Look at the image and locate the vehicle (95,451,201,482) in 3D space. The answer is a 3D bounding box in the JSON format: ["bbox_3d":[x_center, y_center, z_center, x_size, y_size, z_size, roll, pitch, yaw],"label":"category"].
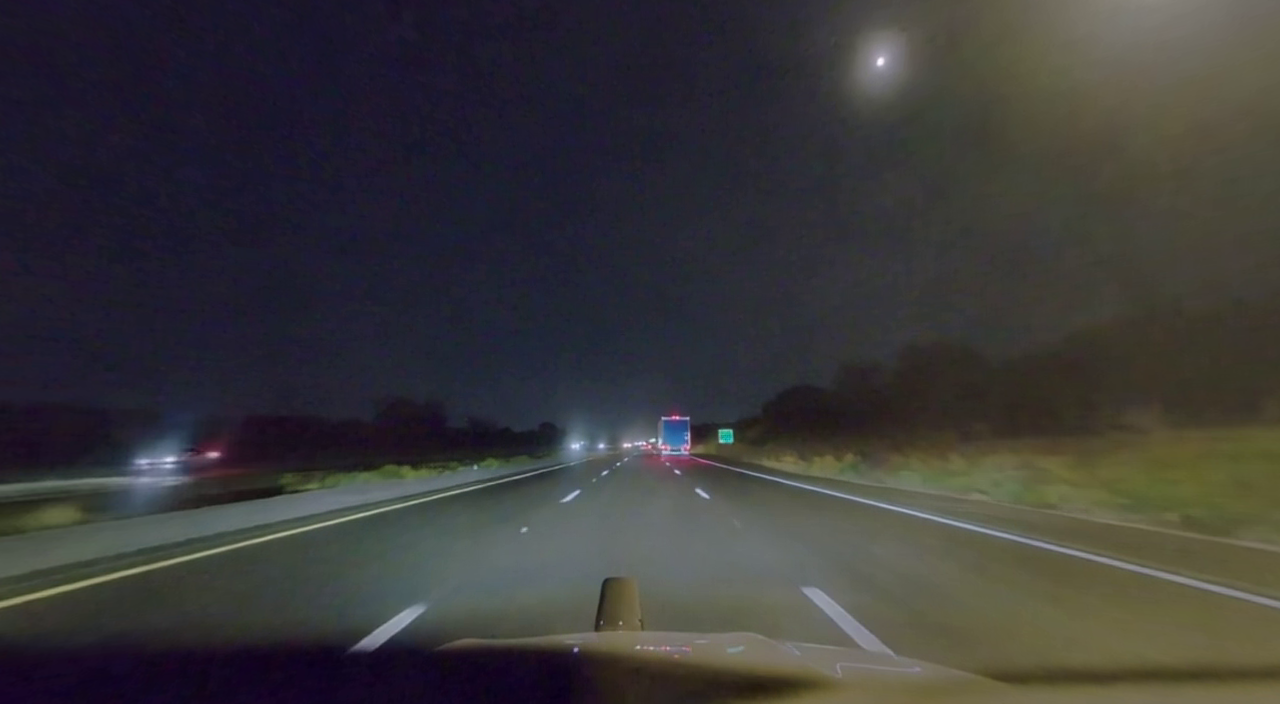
[{"bbox_3d":[-26.987,6.264,34.793,1.936,1.507,4.806,0,-9,1],"label":"vehicle"}]
